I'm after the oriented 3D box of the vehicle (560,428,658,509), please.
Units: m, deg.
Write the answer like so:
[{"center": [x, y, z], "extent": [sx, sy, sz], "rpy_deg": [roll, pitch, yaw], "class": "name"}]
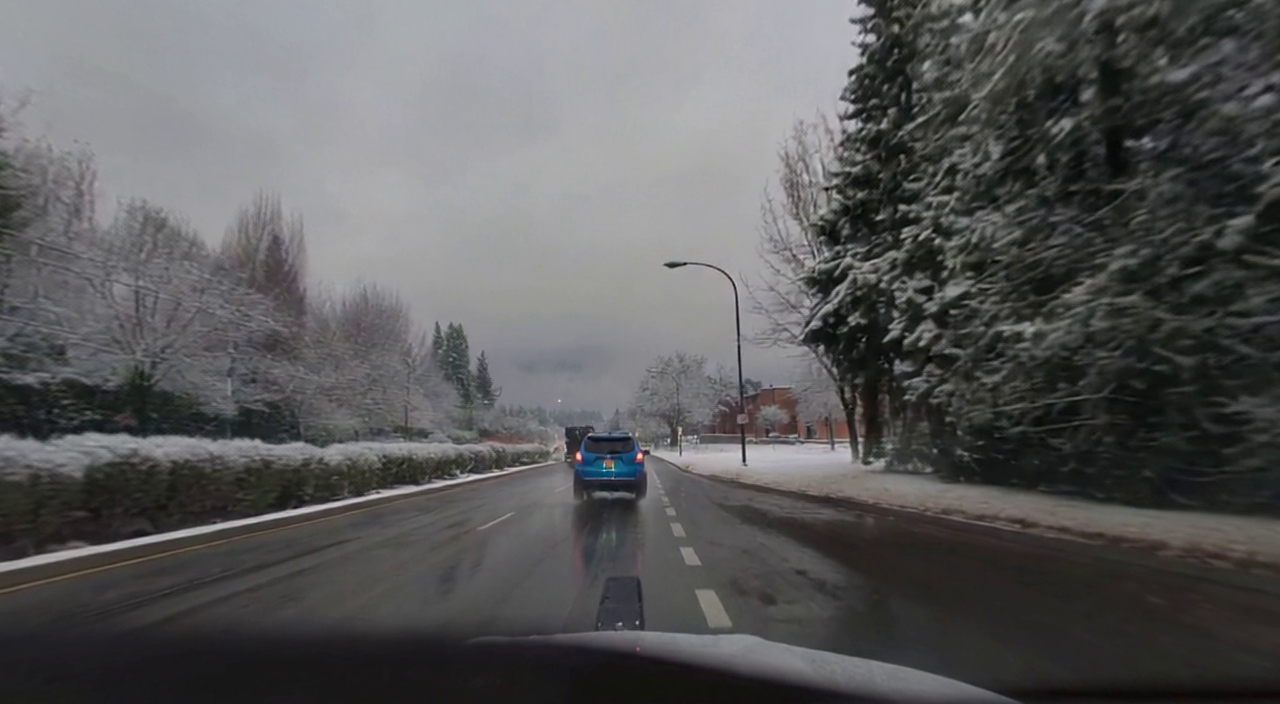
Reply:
[{"center": [-0.680, 2.897, 16.042], "extent": [2.131, 1.761, 4.242], "rpy_deg": [0, -9, 0], "class": "vehicle"}]
